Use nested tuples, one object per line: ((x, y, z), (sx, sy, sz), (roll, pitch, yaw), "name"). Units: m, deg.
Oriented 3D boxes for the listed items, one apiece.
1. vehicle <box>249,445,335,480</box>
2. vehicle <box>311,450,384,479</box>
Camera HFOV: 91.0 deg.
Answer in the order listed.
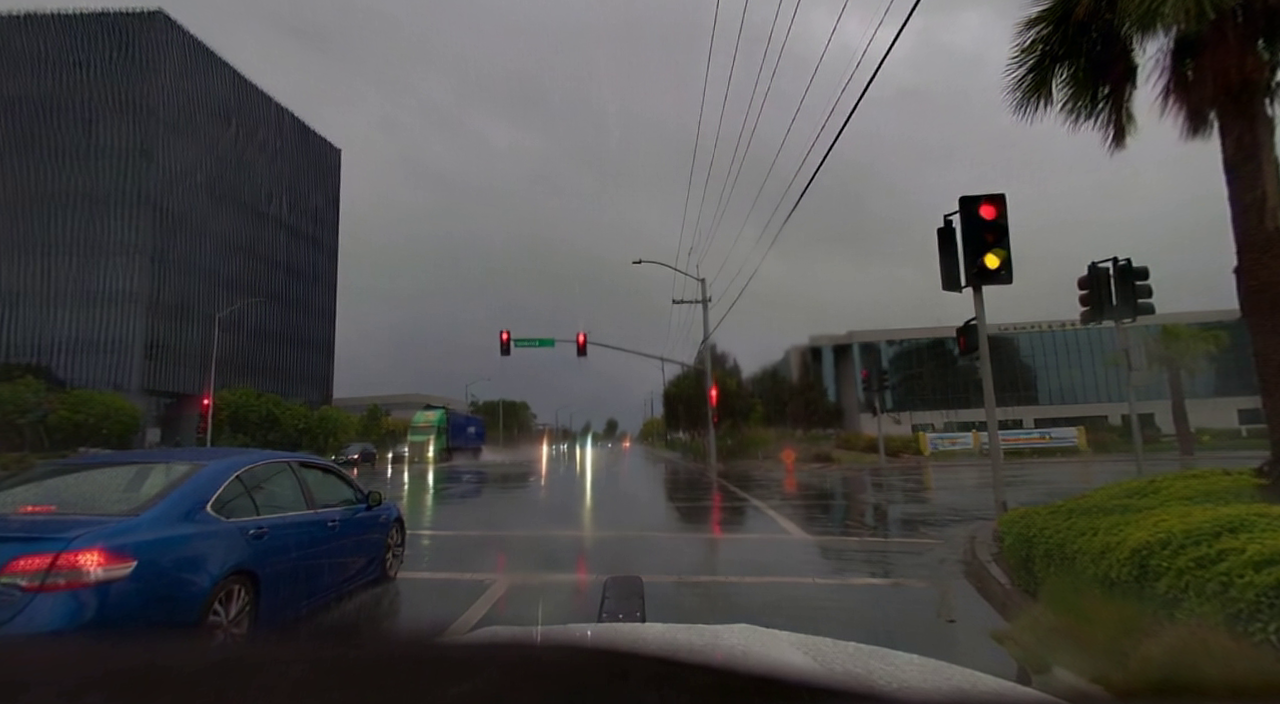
((-19.100, 6.062, 34.831), (2.017, 1.739, 4.569), (0, -9, 1), "vehicle")
((-15.375, 5.923, 33.298), (1.875, 1.389, 3.784), (0, -9, 3), "vehicle")
